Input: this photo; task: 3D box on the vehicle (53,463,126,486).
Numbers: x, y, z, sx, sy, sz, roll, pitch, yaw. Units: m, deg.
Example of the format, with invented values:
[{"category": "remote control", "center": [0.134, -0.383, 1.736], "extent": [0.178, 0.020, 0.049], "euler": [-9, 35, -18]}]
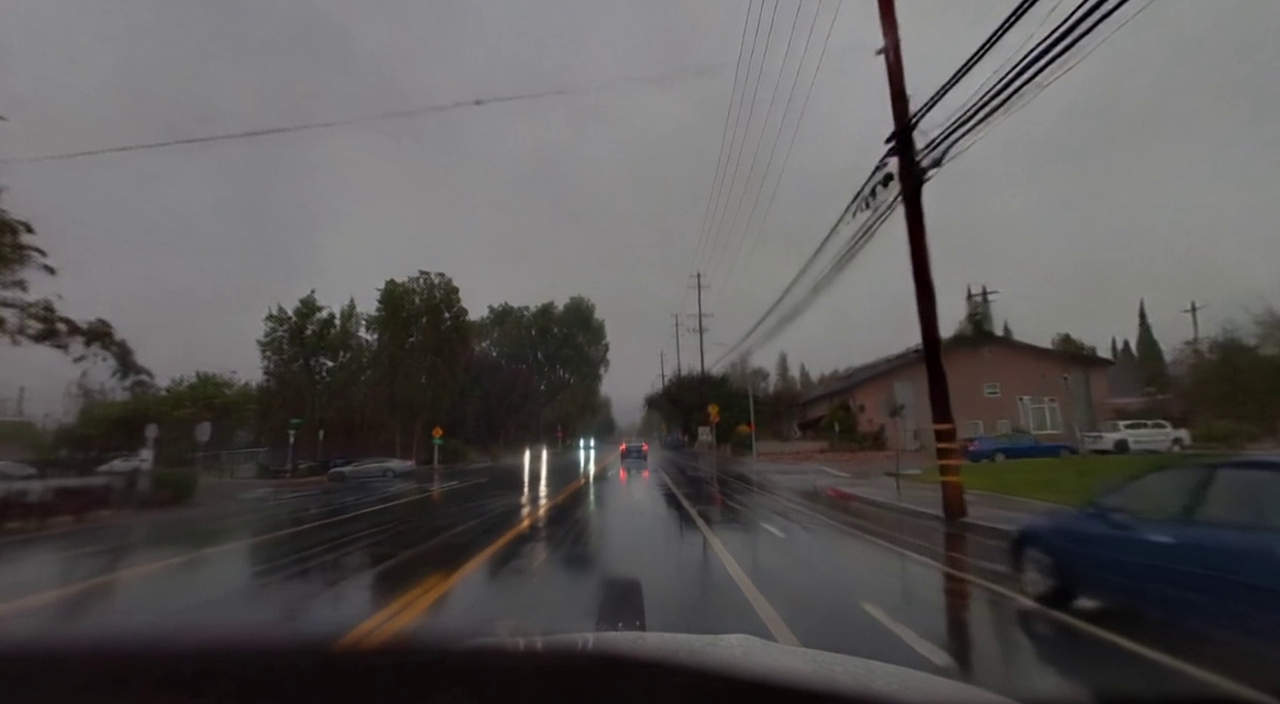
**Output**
[{"category": "vehicle", "center": [-40.001, 8.894, 46.021], "extent": [1.728, 1.456, 3.782], "euler": [-1, -9, 3]}]

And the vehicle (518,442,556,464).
[{"category": "vehicle", "center": [-7.457, 7.370, 46.166], "extent": [2.034, 1.464, 4.438], "euler": [0, -8, 0]}]

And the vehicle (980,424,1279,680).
[{"category": "vehicle", "center": [4.742, 1.305, 4.633], "extent": [1.987, 1.479, 4.562], "euler": [0, -9, 1]}]

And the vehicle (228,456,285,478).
[{"category": "vehicle", "center": [-28.229, 8.471, 46.626], "extent": [1.806, 1.503, 3.853], "euler": [0, -9, -2]}]

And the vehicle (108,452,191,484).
[{"category": "vehicle", "center": [-36.563, 8.623, 47.304], "extent": [2.162, 2.070, 5.031], "euler": [-3, -7, 1]}]

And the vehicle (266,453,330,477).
[{"category": "vehicle", "center": [-25.331, 8.344, 47.061], "extent": [1.932, 1.627, 4.948], "euler": [0, -8, 1]}]

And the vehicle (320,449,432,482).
[{"category": "vehicle", "center": [-14.181, 6.119, 34.215], "extent": [5.190, 1.502, 2.085], "euler": [-3, -8, -1]}]

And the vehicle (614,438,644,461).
[{"category": "vehicle", "center": [-0.711, 6.501, 42.272], "extent": [1.877, 1.448, 3.830], "euler": [0, -9, -1]}]
